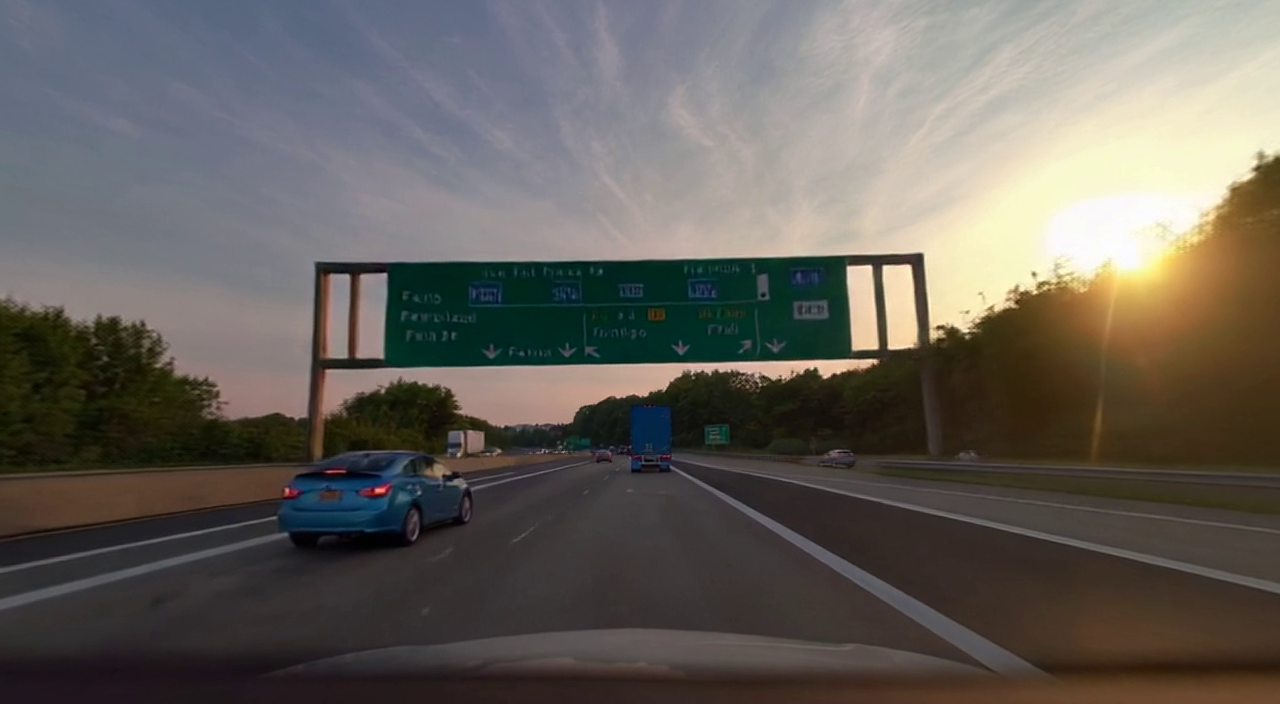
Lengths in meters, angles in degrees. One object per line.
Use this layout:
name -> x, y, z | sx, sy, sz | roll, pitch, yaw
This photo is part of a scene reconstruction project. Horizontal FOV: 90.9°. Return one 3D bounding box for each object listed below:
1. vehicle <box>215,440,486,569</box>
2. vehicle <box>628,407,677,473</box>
vehicle -> -3.880, 2.095, 9.529 | 1.931, 1.466, 4.458 | 0, -9, 1
vehicle -> 0.767, 6.217, 44.245 | 3.022, 4.072, 10.318 | 0, -9, 0
